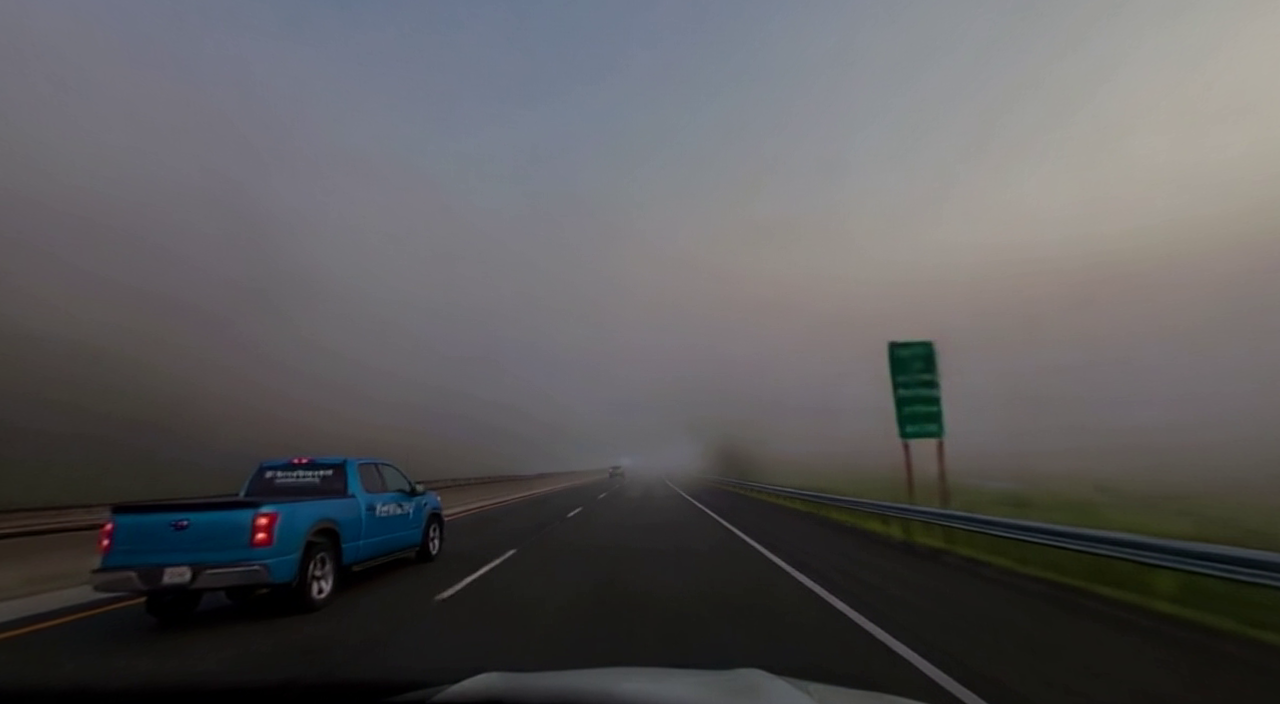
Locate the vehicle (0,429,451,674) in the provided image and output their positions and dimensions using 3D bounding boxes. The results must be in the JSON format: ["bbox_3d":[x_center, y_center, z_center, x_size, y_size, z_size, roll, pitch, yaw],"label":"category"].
[{"bbox_3d":[-3.859,1.725,6.589,2.135,1.506,5.041,1,-10,1],"label":"vehicle"}]
